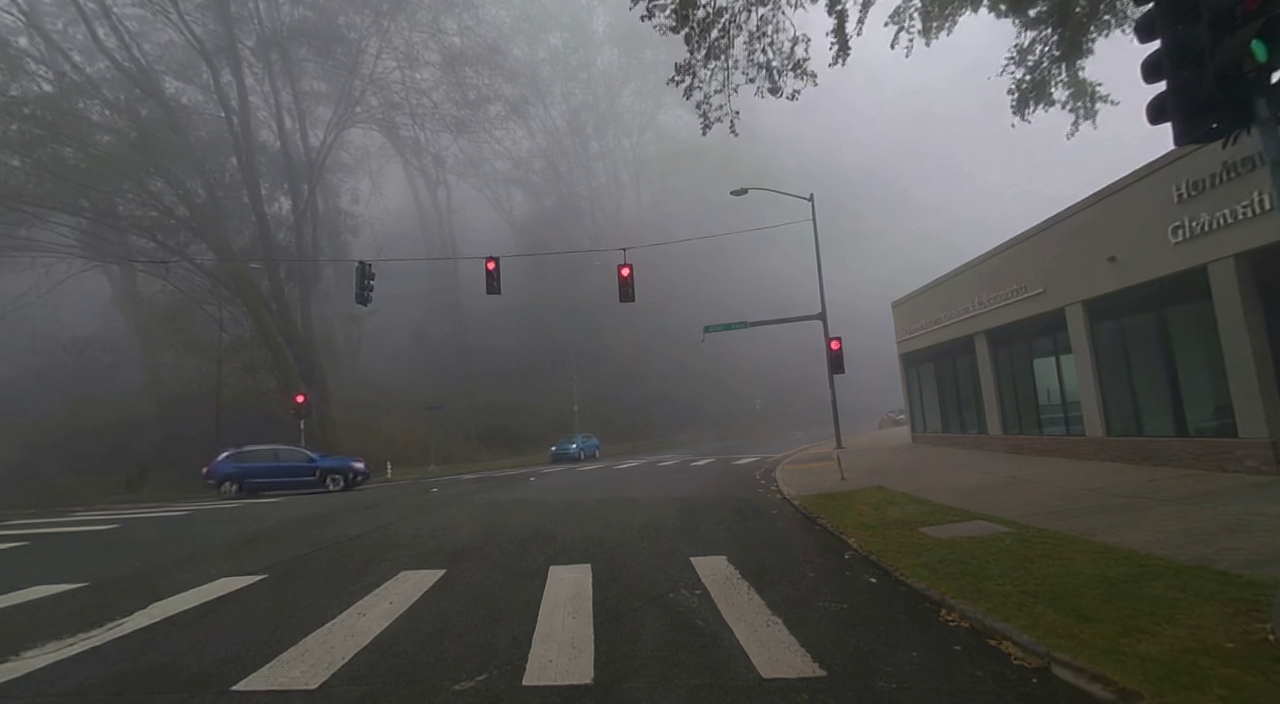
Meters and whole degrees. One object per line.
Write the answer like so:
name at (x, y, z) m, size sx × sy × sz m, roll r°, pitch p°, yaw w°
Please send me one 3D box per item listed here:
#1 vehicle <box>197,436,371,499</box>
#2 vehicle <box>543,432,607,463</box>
vehicle at (-11.948, 3.887, 21.501) m, size 4.715 × 1.745 × 2.026 m, roll -3°, pitch -8°, yaw -4°
vehicle at (-3.931, 5.958, 39.334) m, size 2.244 × 1.792 × 4.648 m, roll -3°, pitch -9°, yaw 18°
